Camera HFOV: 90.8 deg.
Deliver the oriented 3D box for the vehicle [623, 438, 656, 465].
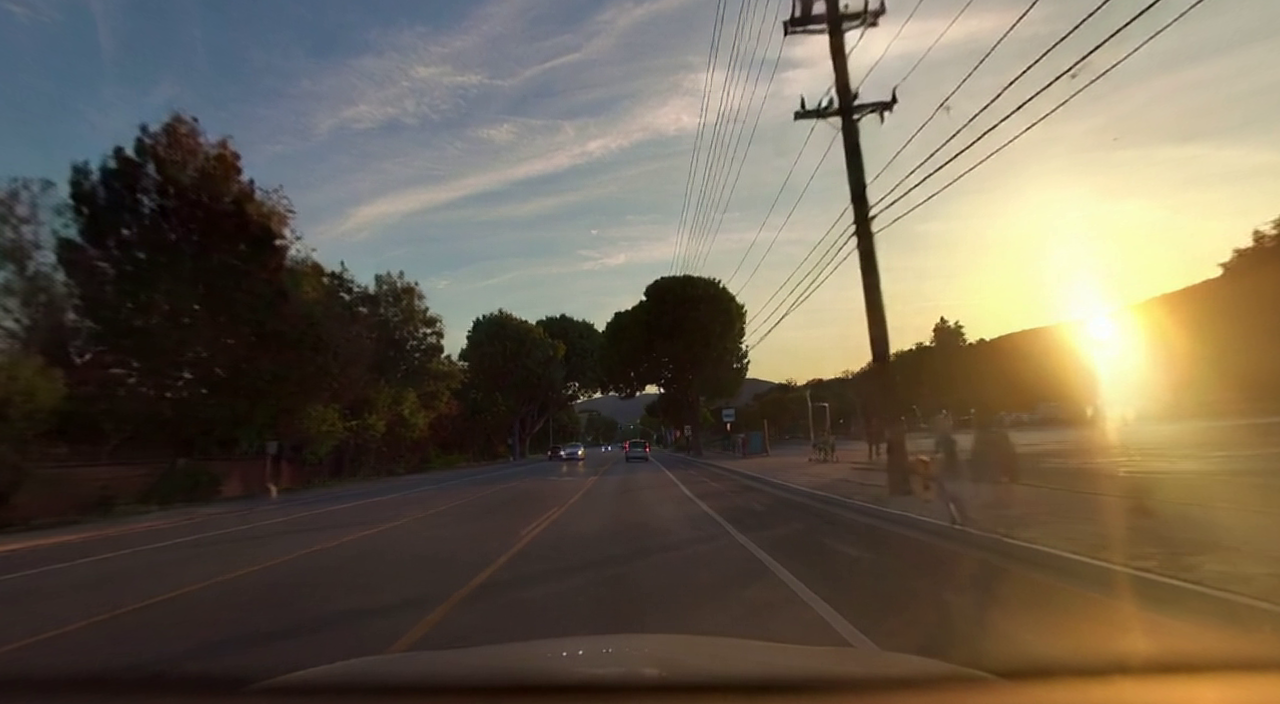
[{"bbox_3d":[-0.041,6.999,44.652,2.163,1.746,4.073,-1,-8,0],"label":"vehicle"}]
